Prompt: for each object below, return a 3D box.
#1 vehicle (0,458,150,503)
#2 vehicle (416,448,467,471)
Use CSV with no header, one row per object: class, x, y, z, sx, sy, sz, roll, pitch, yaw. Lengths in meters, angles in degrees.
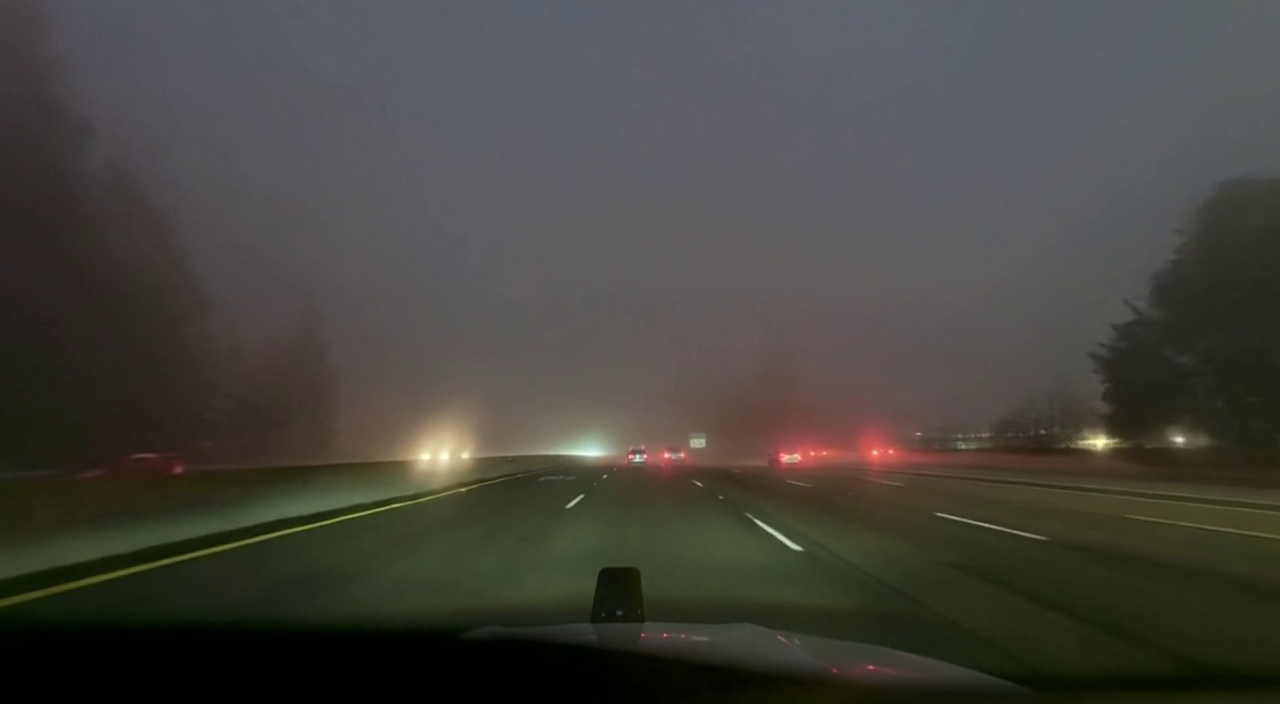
vehicle,-20.980,4.720,23.578,1.857,1.432,4.397,0,-9,0
vehicle,-14.203,7.706,45.547,1.990,1.479,5.124,0,-8,1
